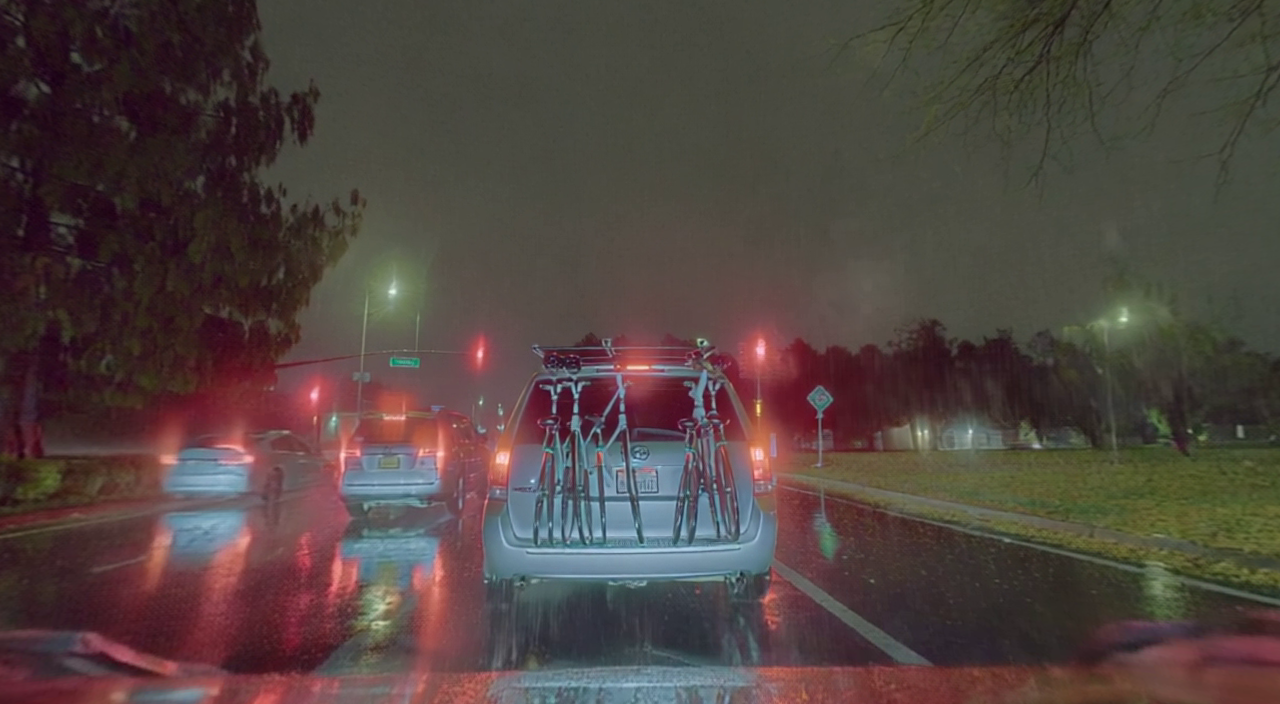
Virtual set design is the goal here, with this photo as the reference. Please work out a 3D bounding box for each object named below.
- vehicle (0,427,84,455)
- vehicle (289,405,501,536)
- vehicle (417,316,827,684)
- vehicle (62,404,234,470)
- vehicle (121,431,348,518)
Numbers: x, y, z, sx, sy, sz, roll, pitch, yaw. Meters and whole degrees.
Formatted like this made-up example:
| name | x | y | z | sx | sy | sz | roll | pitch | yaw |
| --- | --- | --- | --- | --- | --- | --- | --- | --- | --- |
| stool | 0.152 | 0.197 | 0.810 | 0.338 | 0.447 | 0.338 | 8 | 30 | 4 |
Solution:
| name | x | y | z | sx | sy | sz | roll | pitch | yaw |
| --- | --- | --- | --- | --- | --- | --- | --- | --- | --- |
| vehicle | -36.693 | 5.405 | 38.354 | 3.926 | 1.536 | 1.731 | -1 | -8 | -8 |
| vehicle | -4.131 | 2.116 | 11.894 | 2.337 | 1.858 | 5.409 | 1 | -9 | -6 |
| vehicle | -0.235 | 1.159 | 6.004 | 2.333 | 2.087 | 4.586 | 0 | -8 | -4 |
| vehicle | -30.829 | 5.389 | 39.934 | 8.040 | 3.335 | 3.070 | -3 | -9 | -8 |
| vehicle | -8.204 | 2.501 | 13.447 | 2.024 | 1.511 | 4.550 | 0 | -8 | -4 |
